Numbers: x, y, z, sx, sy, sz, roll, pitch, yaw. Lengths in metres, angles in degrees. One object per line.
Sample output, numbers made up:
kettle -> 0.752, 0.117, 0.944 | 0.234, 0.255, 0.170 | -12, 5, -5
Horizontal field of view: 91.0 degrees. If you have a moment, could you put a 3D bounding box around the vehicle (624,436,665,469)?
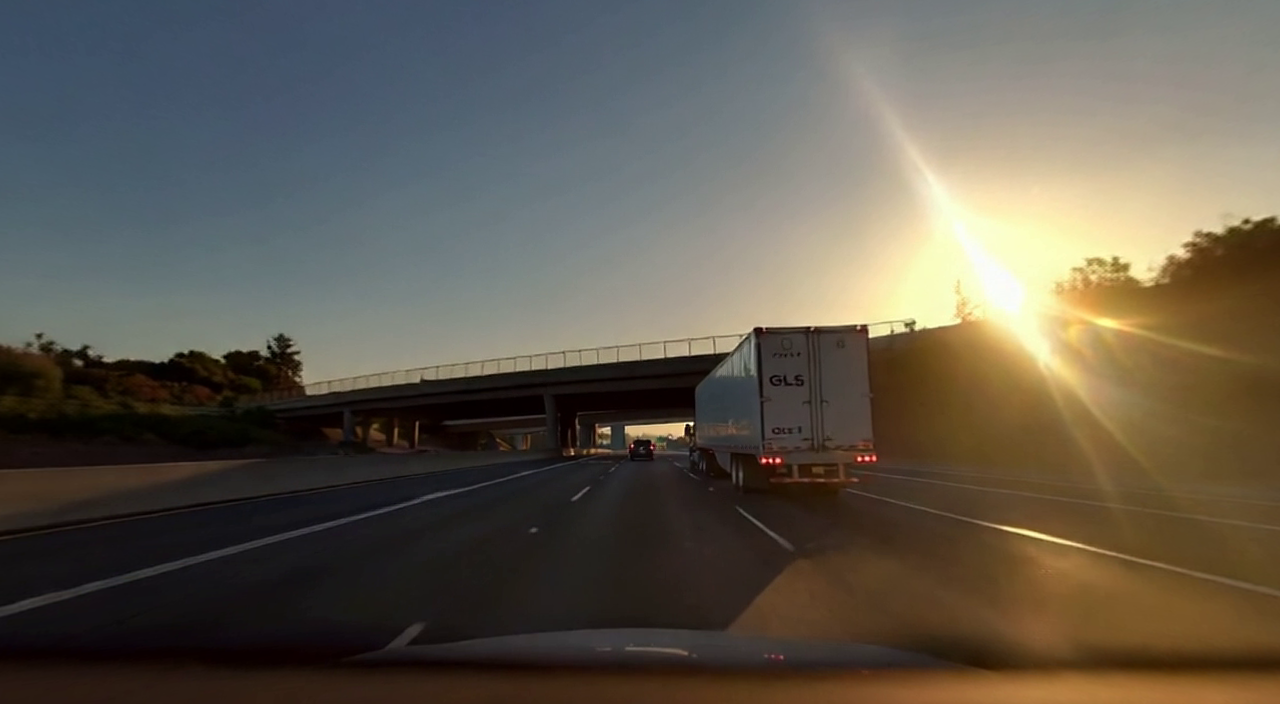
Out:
vehicle -> 0.255, 5.326, 33.549 | 2.050, 1.654, 4.192 | 0, -8, 0

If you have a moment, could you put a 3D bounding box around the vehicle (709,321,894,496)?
vehicle -> 4.272, 2.021, 19.746 | 3.014, 4.068, 10.359 | 0, -8, 0

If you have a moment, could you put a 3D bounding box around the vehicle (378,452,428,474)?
vehicle -> -17.236, 8.059, 46.030 | 1.816, 1.454, 4.458 | 0, -8, 1

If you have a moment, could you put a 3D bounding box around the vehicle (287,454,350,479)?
vehicle -> -20.732, 7.358, 40.733 | 1.853, 1.463, 4.132 | 0, -8, 0
